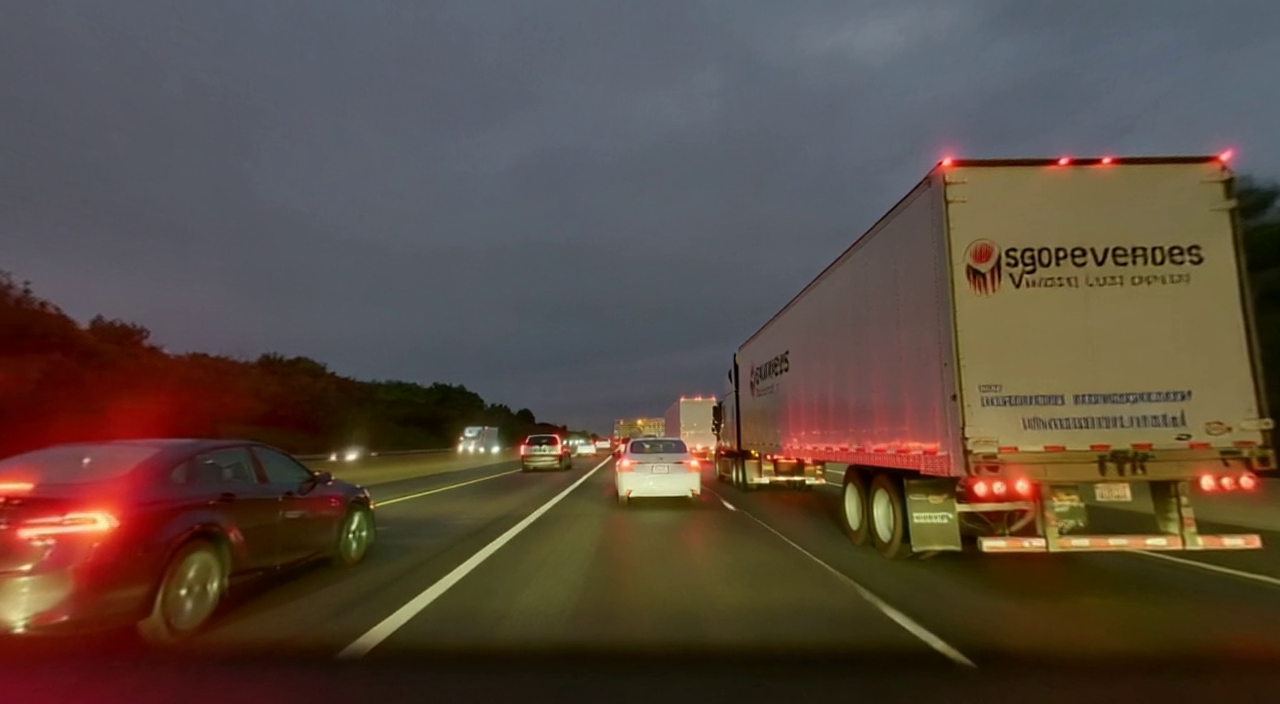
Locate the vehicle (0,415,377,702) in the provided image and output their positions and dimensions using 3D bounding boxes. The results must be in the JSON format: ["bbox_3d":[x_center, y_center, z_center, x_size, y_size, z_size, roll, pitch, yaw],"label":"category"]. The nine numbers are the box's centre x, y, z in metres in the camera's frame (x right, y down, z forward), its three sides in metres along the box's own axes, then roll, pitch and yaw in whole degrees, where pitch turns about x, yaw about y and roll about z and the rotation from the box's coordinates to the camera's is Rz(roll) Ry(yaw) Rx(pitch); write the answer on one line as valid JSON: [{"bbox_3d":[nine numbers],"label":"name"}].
[{"bbox_3d":[-4.400,1.398,5.638,2.100,1.491,4.676,0,-8,0],"label":"vehicle"}]

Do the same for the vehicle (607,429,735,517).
[{"bbox_3d":[0.450,2.385,13.057,2.200,1.495,4.282,0,-8,-2],"label":"vehicle"}]

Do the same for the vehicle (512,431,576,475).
[{"bbox_3d":[-3.951,4.235,26.768,2.006,1.729,4.447,0,-8,0],"label":"vehicle"}]

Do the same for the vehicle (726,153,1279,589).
[{"bbox_3d":[4.344,1.063,13.011,2.883,4.070,14.423,0,-8,-1],"label":"vehicle"}]
